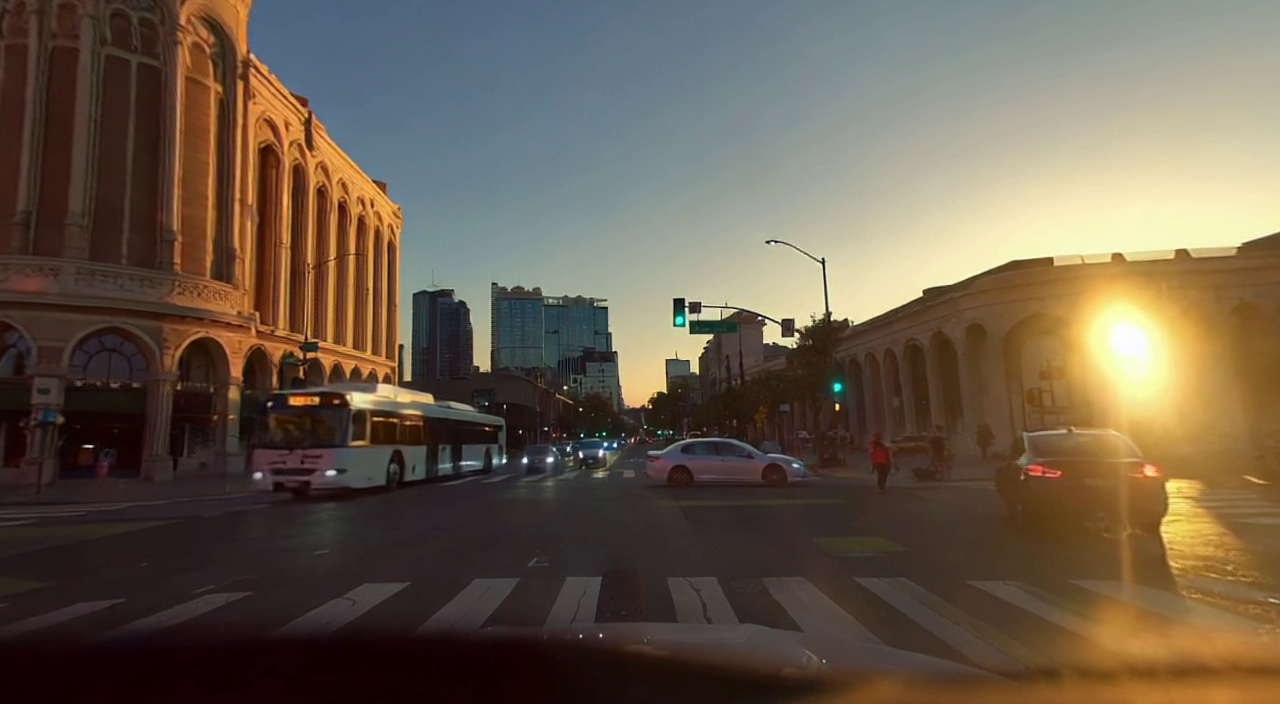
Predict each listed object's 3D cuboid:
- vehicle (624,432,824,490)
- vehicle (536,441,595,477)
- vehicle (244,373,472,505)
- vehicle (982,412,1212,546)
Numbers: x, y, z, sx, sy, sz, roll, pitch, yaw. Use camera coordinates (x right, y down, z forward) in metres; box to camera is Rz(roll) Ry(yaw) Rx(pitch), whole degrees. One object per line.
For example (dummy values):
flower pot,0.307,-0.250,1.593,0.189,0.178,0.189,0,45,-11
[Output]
vehicle,2.408,3.184,18.525,5.388,1.465,2.050,-5,-8,27
vehicle,-3.128,4.606,27.422,1.904,1.402,4.759,0,-8,1
vehicle,-8.713,3.009,21.577,2.916,3.427,10.189,0,-8,1
vehicle,6.433,1.777,9.489,2.006,1.495,4.271,-4,-9,26
